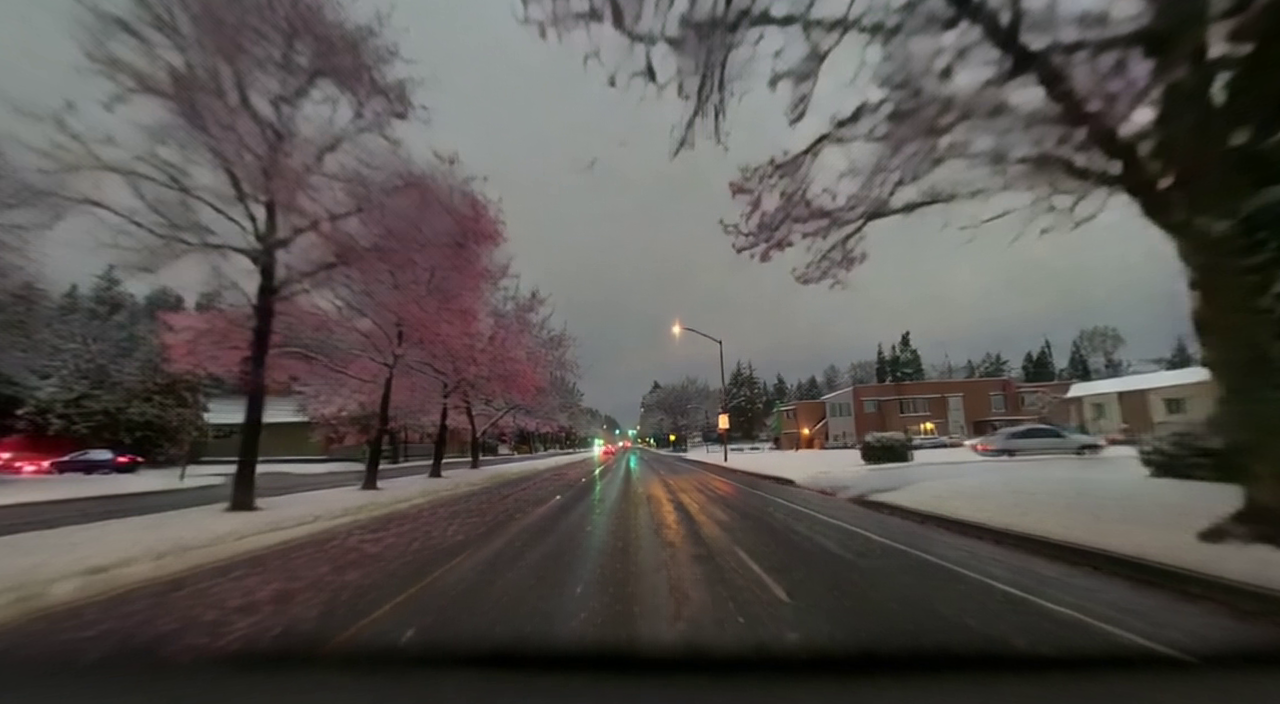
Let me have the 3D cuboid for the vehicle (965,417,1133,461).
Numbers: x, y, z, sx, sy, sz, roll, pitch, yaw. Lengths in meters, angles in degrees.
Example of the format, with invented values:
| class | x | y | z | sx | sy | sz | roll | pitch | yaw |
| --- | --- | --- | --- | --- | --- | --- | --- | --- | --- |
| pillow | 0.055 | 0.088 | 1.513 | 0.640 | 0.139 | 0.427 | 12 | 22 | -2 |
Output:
| class | x | y | z | sx | sy | sz | roll | pitch | yaw |
| --- | --- | --- | --- | --- | --- | --- | --- | --- | --- |
| vehicle | 15.185 | 3.266 | 23.664 | 4.877 | 1.592 | 1.913 | 0 | -8 | 2 |

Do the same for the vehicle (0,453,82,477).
| class | x | y | z | sx | sy | sz | roll | pitch | yaw |
| --- | --- | --- | --- | --- | --- | --- | --- | --- | --- |
| vehicle | -45.906 | 8.583 | 48.225 | 4.530 | 1.734 | 2.066 | 0 | -8 | -2 |
